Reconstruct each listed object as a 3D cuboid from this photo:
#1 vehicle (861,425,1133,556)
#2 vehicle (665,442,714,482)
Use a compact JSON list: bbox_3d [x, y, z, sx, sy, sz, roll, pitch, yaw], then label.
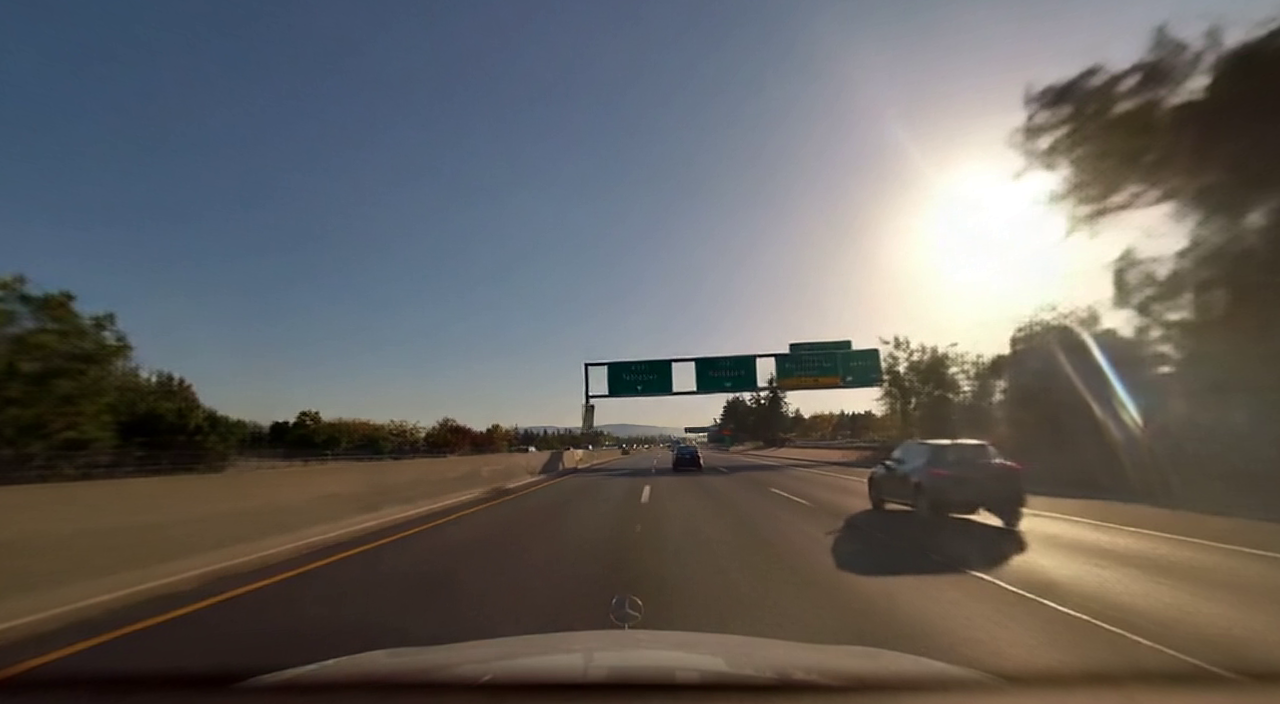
[{"bbox_3d":[5.060,1.983,9.775,1.770,1.566,4.282,0,-8,1],"label":"vehicle"},{"bbox_3d":[1.838,4.199,24.358,1.683,1.400,3.868,-1,-8,2],"label":"vehicle"}]
